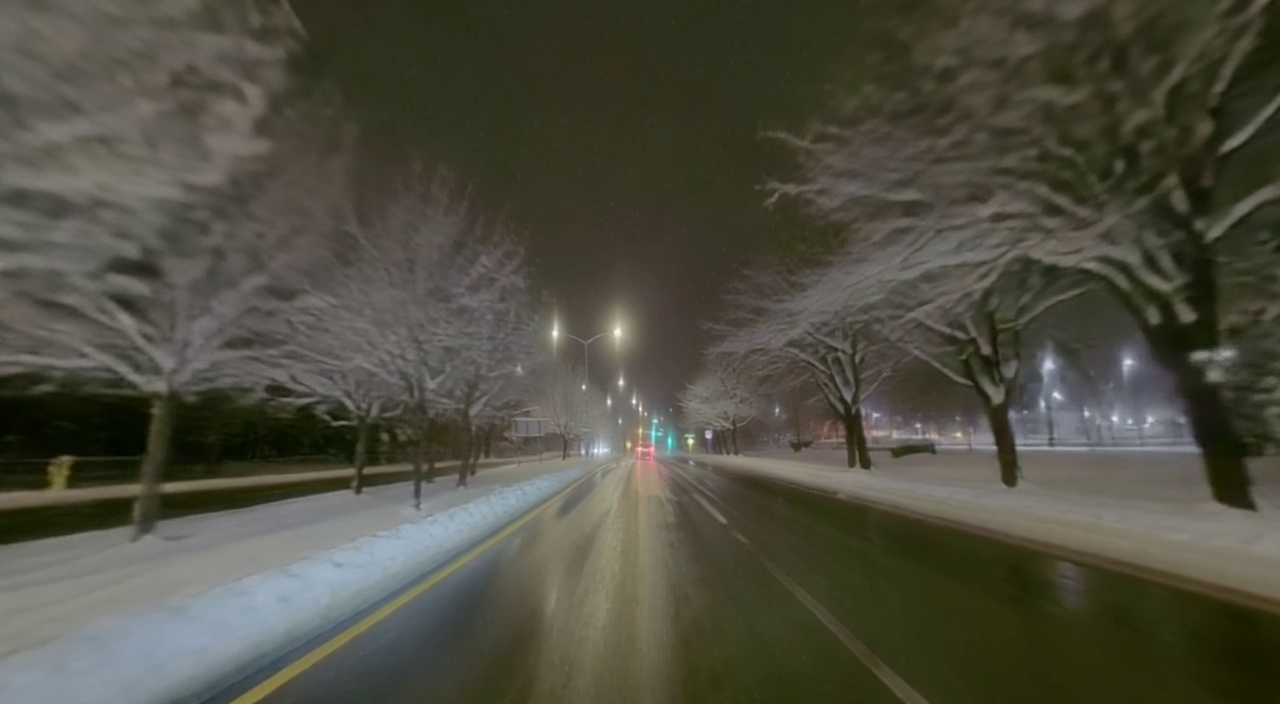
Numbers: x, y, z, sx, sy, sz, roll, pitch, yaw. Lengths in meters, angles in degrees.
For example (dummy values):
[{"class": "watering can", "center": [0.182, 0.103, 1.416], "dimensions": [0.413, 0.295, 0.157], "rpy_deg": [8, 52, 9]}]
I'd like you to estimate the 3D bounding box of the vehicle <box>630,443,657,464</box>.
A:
[{"class": "vehicle", "center": [0.277, 7.946, 49.702], "dimensions": [2.048, 1.584, 4.393], "rpy_deg": [0, -8, 0]}]
